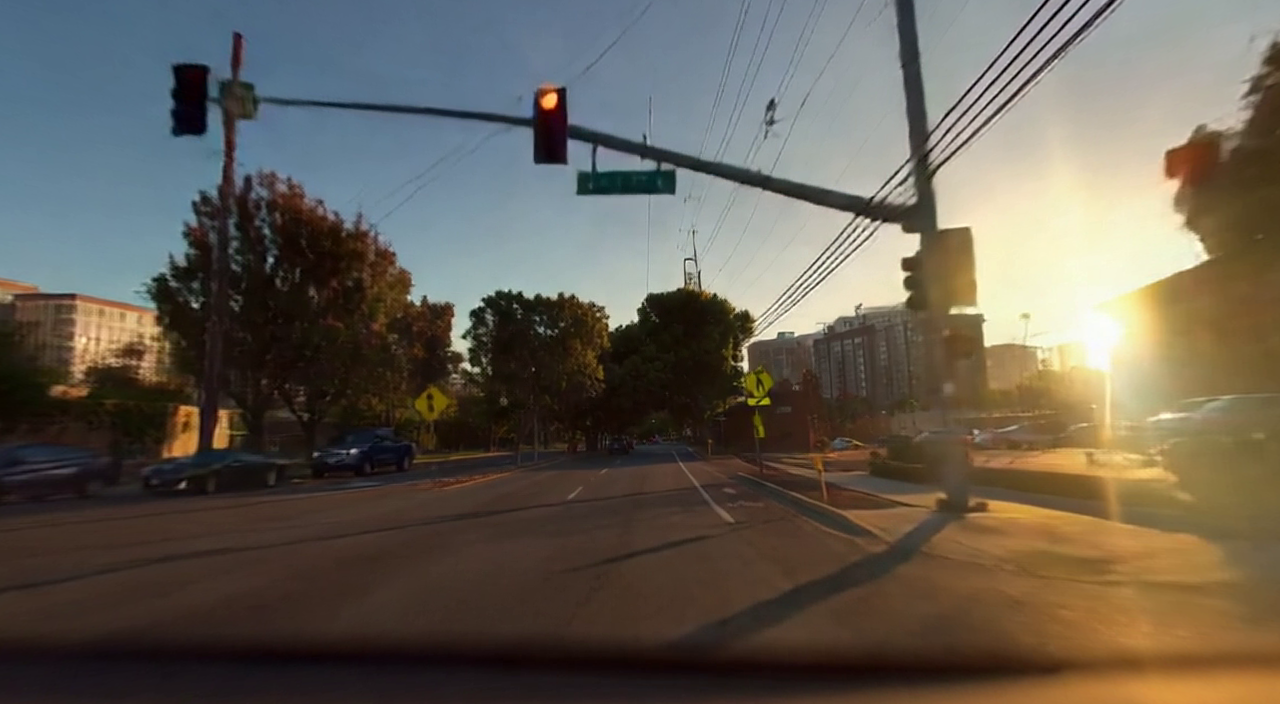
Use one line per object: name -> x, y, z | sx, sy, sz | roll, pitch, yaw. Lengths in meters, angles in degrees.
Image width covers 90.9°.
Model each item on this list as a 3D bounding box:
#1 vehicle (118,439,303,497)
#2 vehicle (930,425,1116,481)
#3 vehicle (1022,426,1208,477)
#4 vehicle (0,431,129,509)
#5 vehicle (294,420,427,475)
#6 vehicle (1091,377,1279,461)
vehicle -> -12.909, 3.467, 19.484 | 2.090, 1.519, 4.919 | -1, -8, 3
vehicle -> 12.011, 3.148, 20.162 | 1.897, 1.532, 4.694 | 4, -8, -29
vehicle -> 15.066, 3.120, 20.267 | 1.994, 1.453, 4.249 | 4, -8, -28
vehicle -> -16.502, 3.039, 16.607 | 2.112, 1.880, 4.479 | -1, -8, 4
vehicle -> -12.623, 4.364, 29.156 | 2.798, 2.249, 6.296 | -1, -8, 5
vehicle -> 18.238, 2.173, 19.934 | 2.609, 2.332, 5.734 | 4, -9, -28
